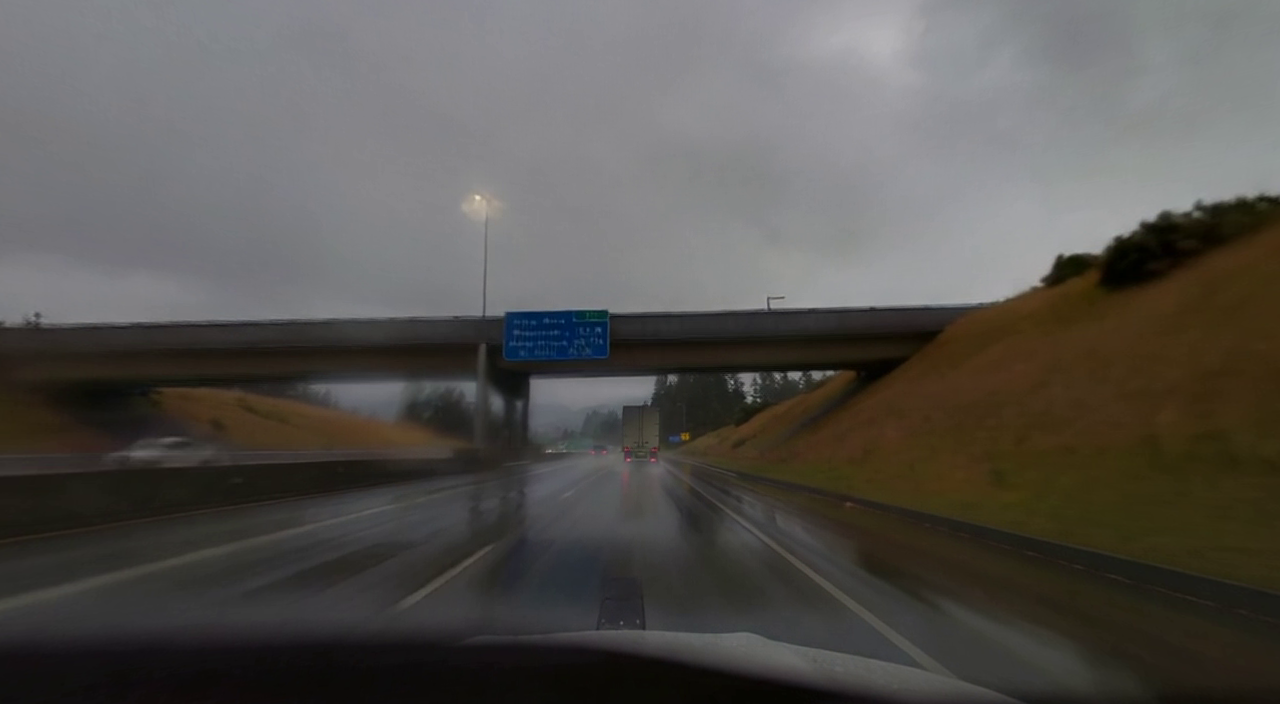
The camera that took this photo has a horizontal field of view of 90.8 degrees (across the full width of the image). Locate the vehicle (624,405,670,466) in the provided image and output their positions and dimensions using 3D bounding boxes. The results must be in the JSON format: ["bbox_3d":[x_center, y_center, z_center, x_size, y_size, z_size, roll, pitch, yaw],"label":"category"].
[{"bbox_3d":[0.441,6.519,48.150,3.033,3.985,12.383,0,-9,0],"label":"vehicle"}]
